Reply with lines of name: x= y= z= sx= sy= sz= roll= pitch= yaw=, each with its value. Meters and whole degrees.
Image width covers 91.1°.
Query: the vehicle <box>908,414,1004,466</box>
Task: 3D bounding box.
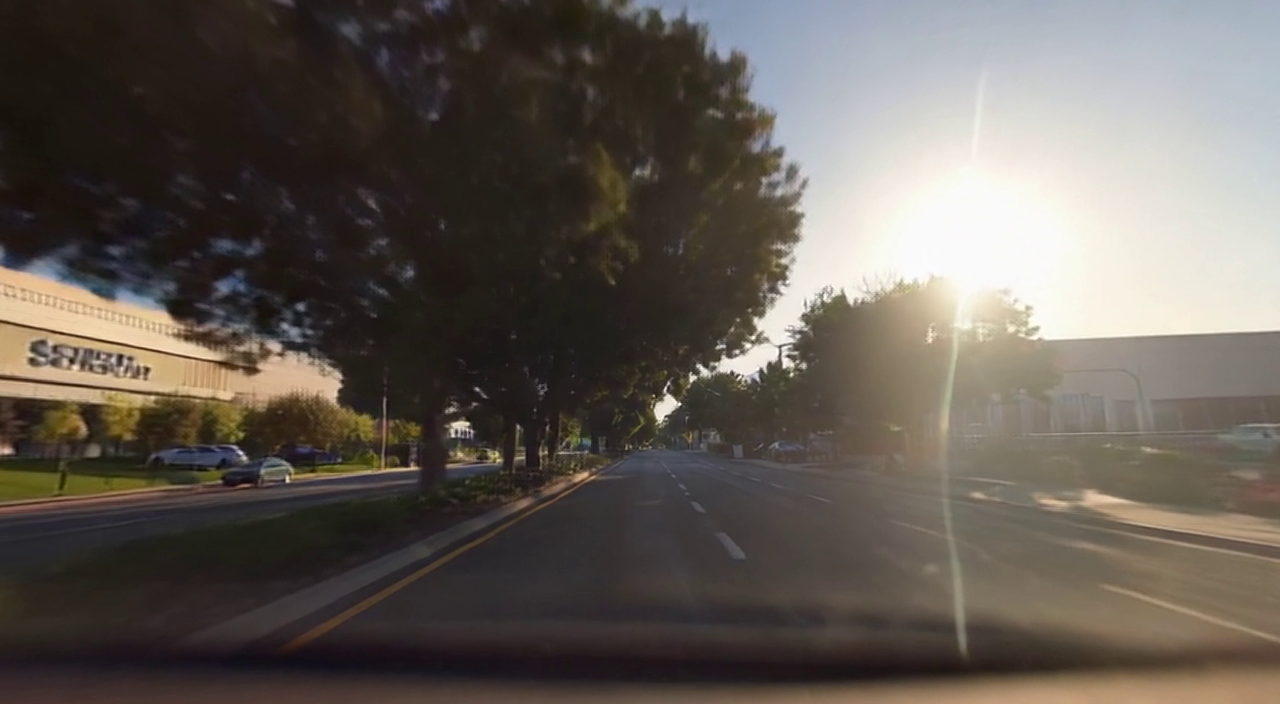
vehicle: x=21.926 y=6.227 z=44.102 sx=2.977 sy=3.311 sz=6.892 roll=0 pitch=-9 yaw=-1

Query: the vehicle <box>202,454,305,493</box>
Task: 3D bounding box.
vehicle: x=-18.838 y=5.894 z=30.901 sx=2.012 sy=1.560 sz=4.782 roll=-1 pitch=-7 yaw=0

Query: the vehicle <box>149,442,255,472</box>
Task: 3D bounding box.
vehicle: x=-26.570 y=6.347 z=38.241 sx=4.667 sy=1.728 sz=2.276 roll=0 pitch=-8 yaw=-3

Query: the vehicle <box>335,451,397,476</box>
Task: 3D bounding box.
vehicle: x=-18.946 y=7.746 z=43.711 sx=2.071 sy=1.595 sz=4.822 roll=0 pitch=-9 yaw=1
